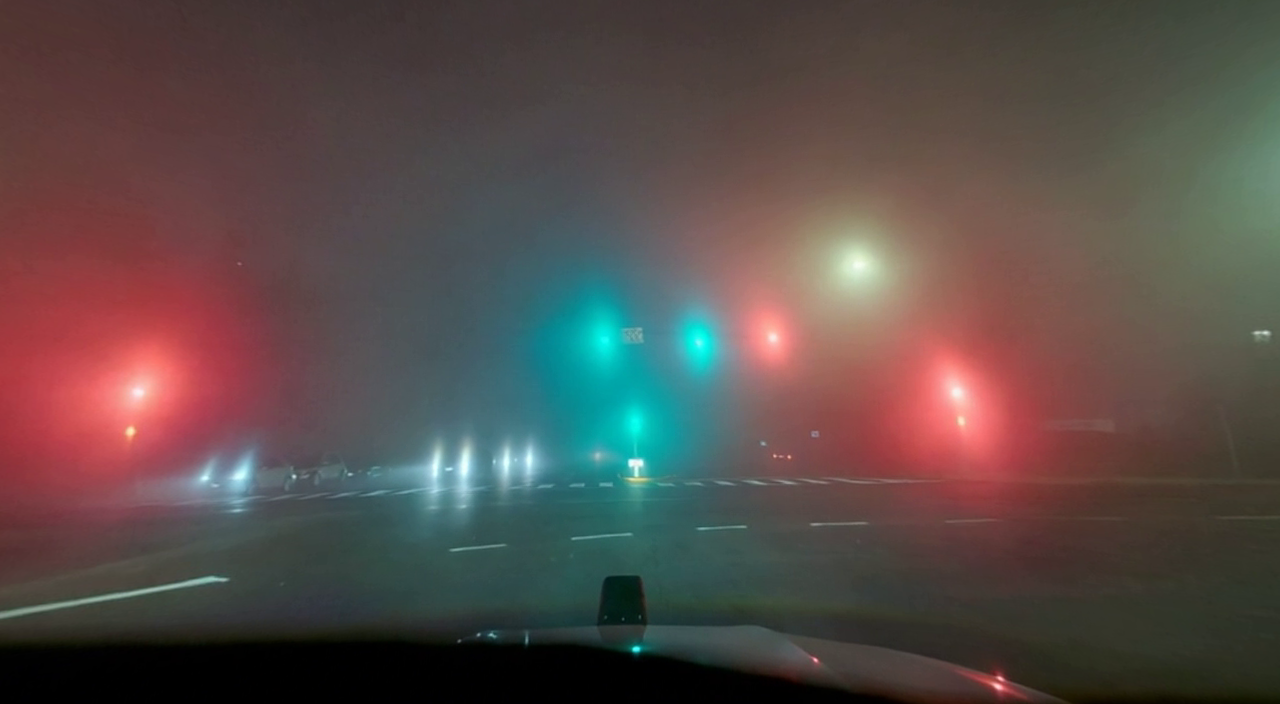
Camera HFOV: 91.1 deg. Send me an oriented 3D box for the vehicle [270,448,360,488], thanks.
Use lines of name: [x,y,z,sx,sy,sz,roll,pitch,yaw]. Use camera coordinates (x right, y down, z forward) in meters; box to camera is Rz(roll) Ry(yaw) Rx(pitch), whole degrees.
vehicle: [-16.393,5.846,32.026,1.960,1.819,5.018,0,-9,-1]

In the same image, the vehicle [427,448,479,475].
vehicle: [-13.027,7.634,44.091,2.126,1.709,5.095,0,-9,0]

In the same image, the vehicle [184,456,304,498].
vehicle: [-16.265,5.109,26.145,2.055,1.506,4.663,0,-9,-2]

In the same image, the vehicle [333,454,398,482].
vehicle: [-16.343,6.896,37.657,1.804,1.486,4.625,0,-9,0]

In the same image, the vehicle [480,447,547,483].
vehicle: [-5.621,5.086,28.573,2.154,1.501,4.416,0,-9,0]
